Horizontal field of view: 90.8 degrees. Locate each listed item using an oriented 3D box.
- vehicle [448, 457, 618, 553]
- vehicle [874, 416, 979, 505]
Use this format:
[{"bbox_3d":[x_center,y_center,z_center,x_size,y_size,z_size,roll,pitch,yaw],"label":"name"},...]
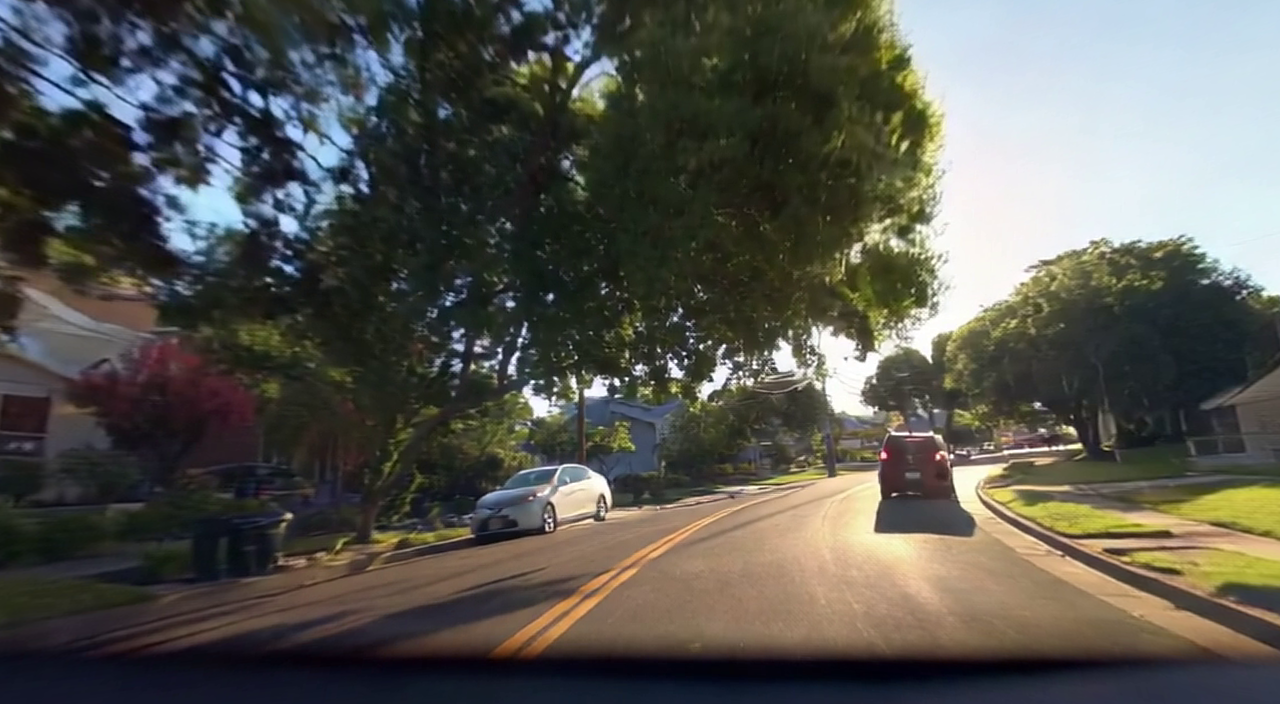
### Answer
[{"bbox_3d":[-2.464,3.672,15.970,2.039,1.949,4.511,-4,-9,24],"label":"vehicle"},{"bbox_3d":[7.730,2.816,16.770,2.086,1.974,4.890,-5,-10,28],"label":"vehicle"}]
